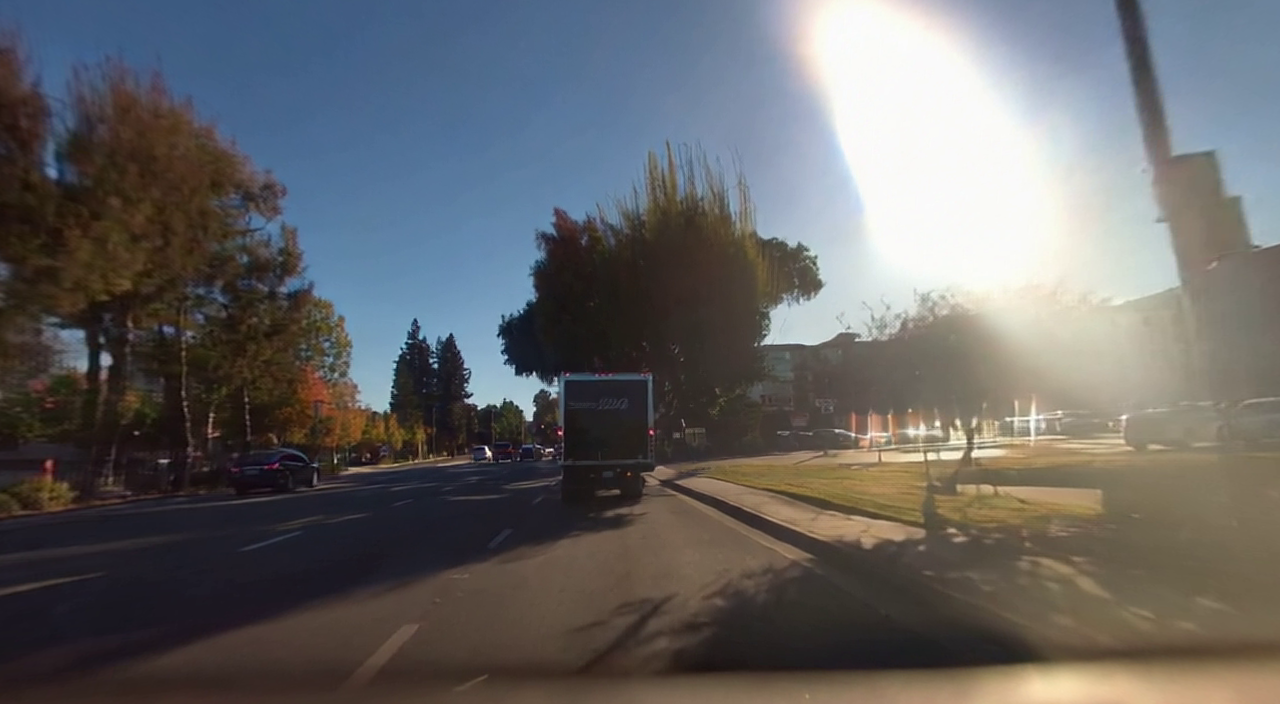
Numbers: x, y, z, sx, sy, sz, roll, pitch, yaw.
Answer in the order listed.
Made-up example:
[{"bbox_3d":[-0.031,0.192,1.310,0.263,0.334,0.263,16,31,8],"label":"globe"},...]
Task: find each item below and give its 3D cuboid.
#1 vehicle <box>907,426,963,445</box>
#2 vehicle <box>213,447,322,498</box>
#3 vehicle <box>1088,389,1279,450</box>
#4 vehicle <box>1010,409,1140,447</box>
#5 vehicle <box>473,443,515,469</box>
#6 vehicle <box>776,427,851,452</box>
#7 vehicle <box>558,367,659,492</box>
[{"bbox_3d":[23.235,6.585,49.502,3.537,1.393,1.581,1,-10,-6],"label":"vehicle"},{"bbox_3d":[-13.576,4.357,23.240,1.958,1.672,4.283,1,-9,-9],"label":"vehicle"},{"bbox_3d":[17.836,2.337,20.890,1.880,1.804,4.679,1,-9,-9],"label":"vehicle"},{"bbox_3d":[24.790,4.371,35.881,5.850,2.049,2.317,0,-8,-6],"label":"vehicle"},{"bbox_3d":[-10.260,7.357,44.537,2.095,1.759,4.433,0,-9,-3],"label":"vehicle"},{"bbox_3d":[11.244,5.717,40.831,4.321,1.579,1.823,1,-8,-4],"label":"vehicle"},{"bbox_3d":[-1.296,2.915,22.794,2.905,3.644,8.807,1,-9,-5],"label":"vehicle"}]
